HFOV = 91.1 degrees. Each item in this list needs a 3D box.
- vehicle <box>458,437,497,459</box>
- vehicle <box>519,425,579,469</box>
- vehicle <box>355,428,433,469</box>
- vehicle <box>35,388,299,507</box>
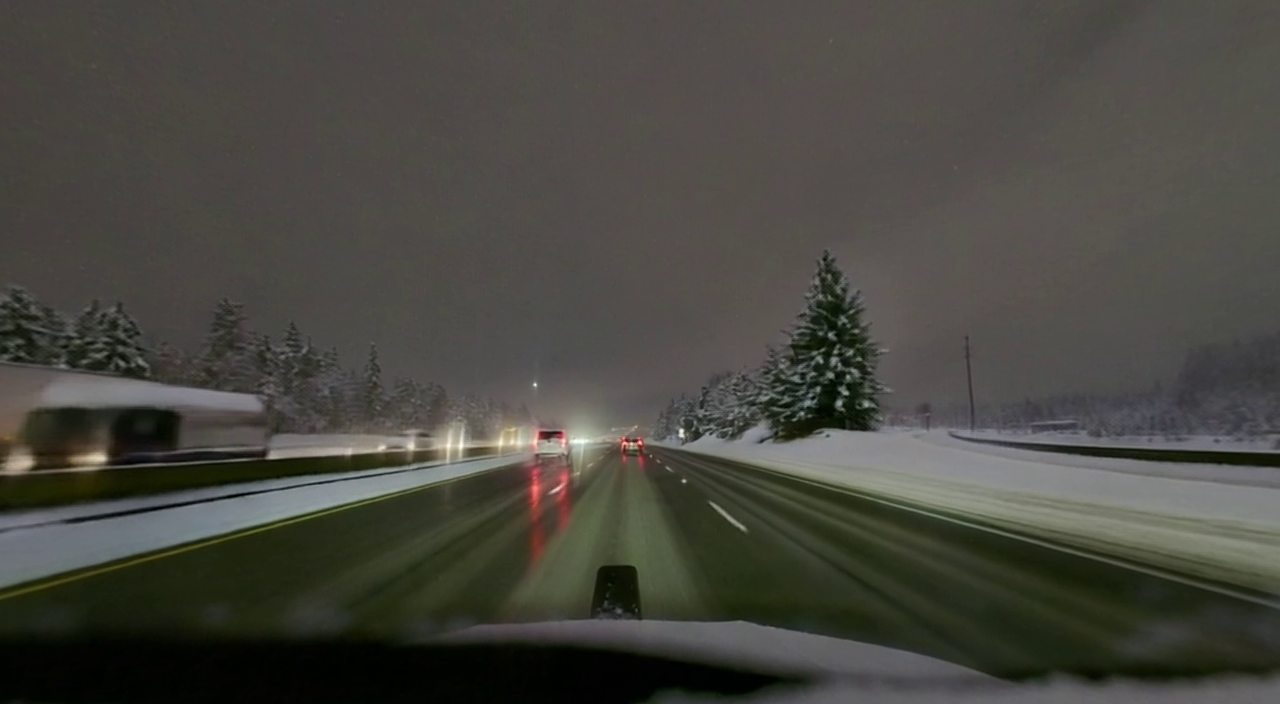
[{"bbox_3d":[-12.185,7.223,47.478,1.938,1.567,4.376,0,-8,-2],"label":"vehicle"},{"bbox_3d":[-4.144,4.396,29.430,2.115,1.887,4.721,0,-8,0],"label":"vehicle"},{"bbox_3d":[-12.558,4.952,32.516,2.176,1.901,4.882,0,-8,-2],"label":"vehicle"},{"bbox_3d":[-11.647,2.427,16.310,2.420,2.524,5.654,0,-8,0],"label":"vehicle"}]
